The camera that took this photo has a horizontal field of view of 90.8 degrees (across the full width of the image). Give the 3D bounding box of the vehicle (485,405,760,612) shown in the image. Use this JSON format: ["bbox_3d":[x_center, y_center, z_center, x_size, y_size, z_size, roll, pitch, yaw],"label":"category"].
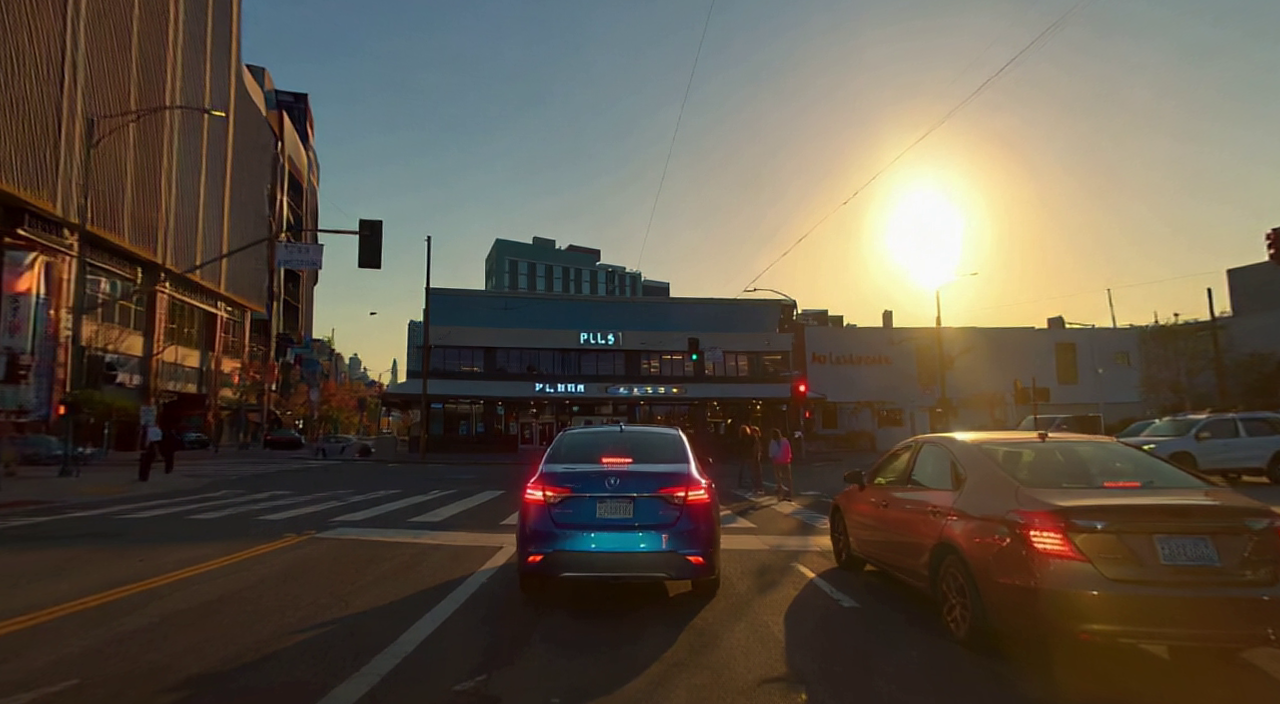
[{"bbox_3d":[-0.139,1.560,7.318,2.123,1.589,4.702,0,-8,0],"label":"vehicle"}]

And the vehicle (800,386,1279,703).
[{"bbox_3d":[3.032,1.331,5.582,1.983,1.654,4.354,0,-8,-2],"label":"vehicle"}]

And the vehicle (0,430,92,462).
[{"bbox_3d":[-32.091,5.076,34.129,4.164,1.652,2.087,-4,-9,25],"label":"vehicle"}]

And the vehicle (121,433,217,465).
[{"bbox_3d":[-25.300,5.216,33.971,4.253,1.570,2.132,-4,-9,22],"label":"vehicle"}]
